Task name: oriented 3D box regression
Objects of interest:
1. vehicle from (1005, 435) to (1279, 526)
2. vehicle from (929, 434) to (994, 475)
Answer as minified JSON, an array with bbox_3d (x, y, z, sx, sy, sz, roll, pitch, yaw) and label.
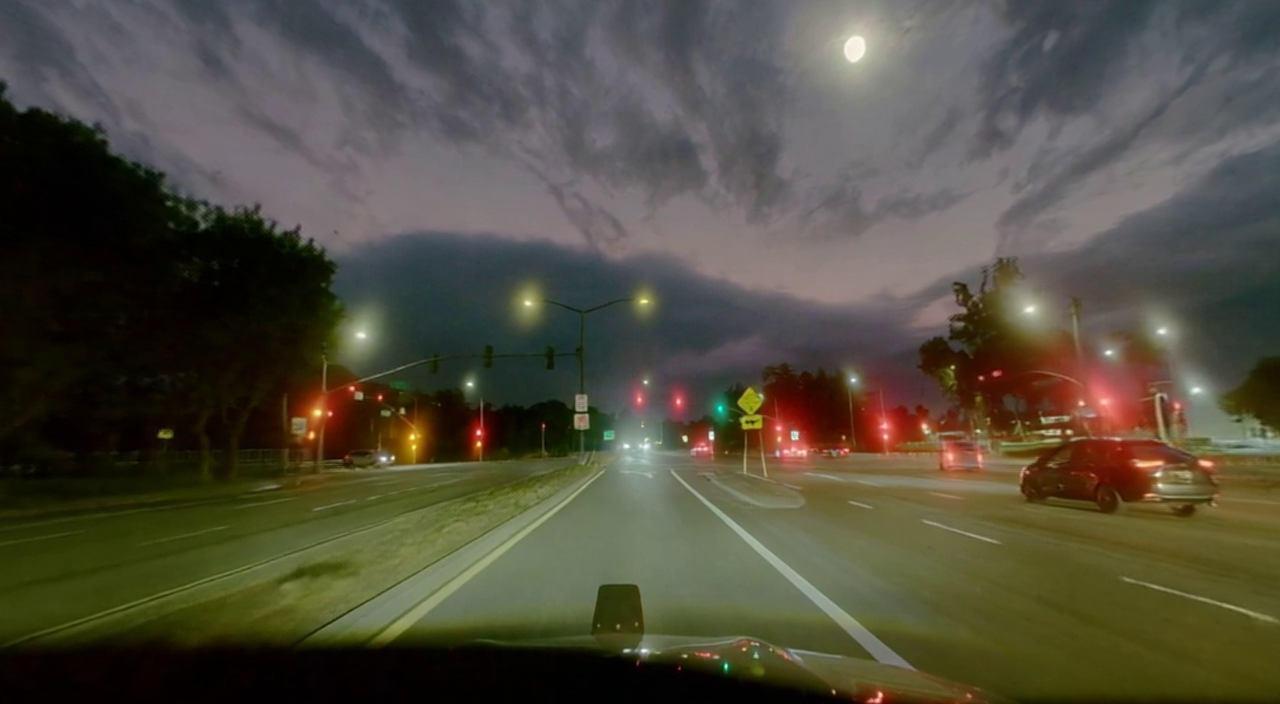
[{"bbox_3d":[9.732,2.469,12.823,1.933,1.500,4.458,0,-8,-1],"label":"vehicle"},{"bbox_3d":[15.462,4.926,30.637,1.951,1.843,4.335,-3,-9,16],"label":"vehicle"}]
